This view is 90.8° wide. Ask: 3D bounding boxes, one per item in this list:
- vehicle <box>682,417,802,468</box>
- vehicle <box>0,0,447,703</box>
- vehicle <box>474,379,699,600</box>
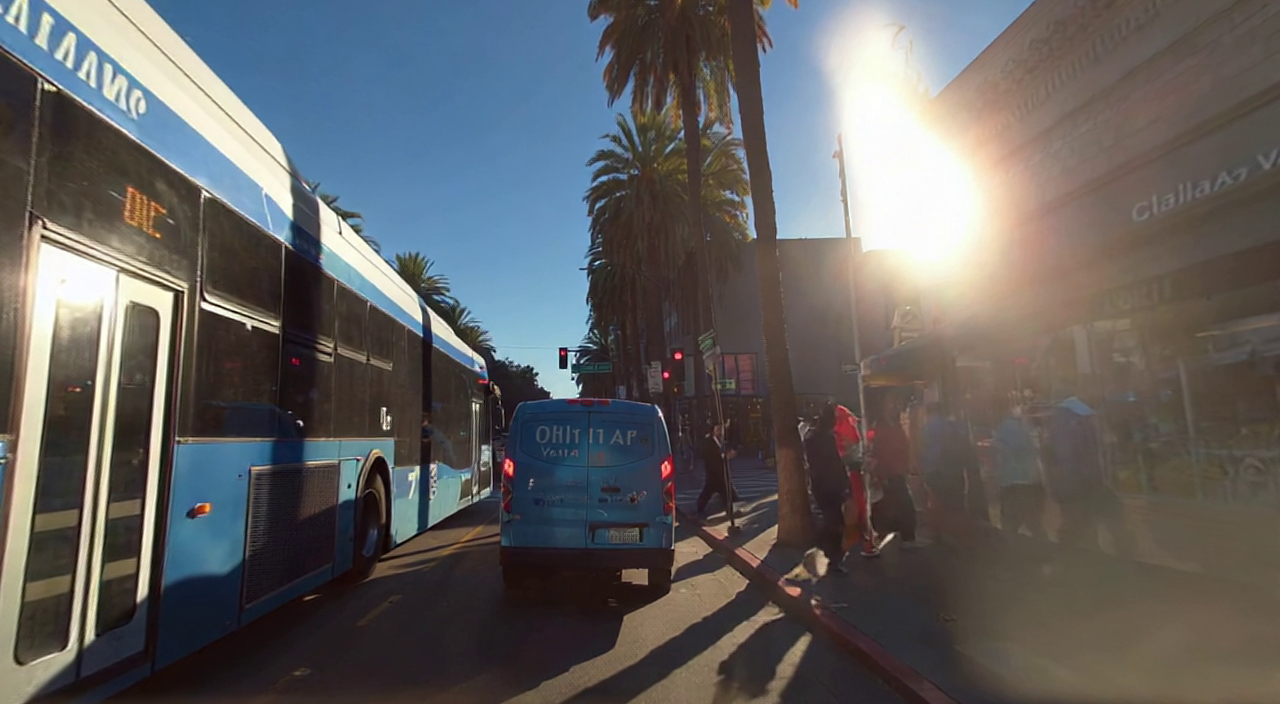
[{"bbox_3d":[4.643,4.182,29.237,4.996,2.251,2.283,1,-8,-6],"label":"vehicle"},{"bbox_3d":[-3.761,0.129,3.037,2.863,3.233,11.573,0,-8,-4],"label":"vehicle"},{"bbox_3d":[-0.791,1.521,7.802,2.002,1.907,4.211,1,-9,-9],"label":"vehicle"}]
